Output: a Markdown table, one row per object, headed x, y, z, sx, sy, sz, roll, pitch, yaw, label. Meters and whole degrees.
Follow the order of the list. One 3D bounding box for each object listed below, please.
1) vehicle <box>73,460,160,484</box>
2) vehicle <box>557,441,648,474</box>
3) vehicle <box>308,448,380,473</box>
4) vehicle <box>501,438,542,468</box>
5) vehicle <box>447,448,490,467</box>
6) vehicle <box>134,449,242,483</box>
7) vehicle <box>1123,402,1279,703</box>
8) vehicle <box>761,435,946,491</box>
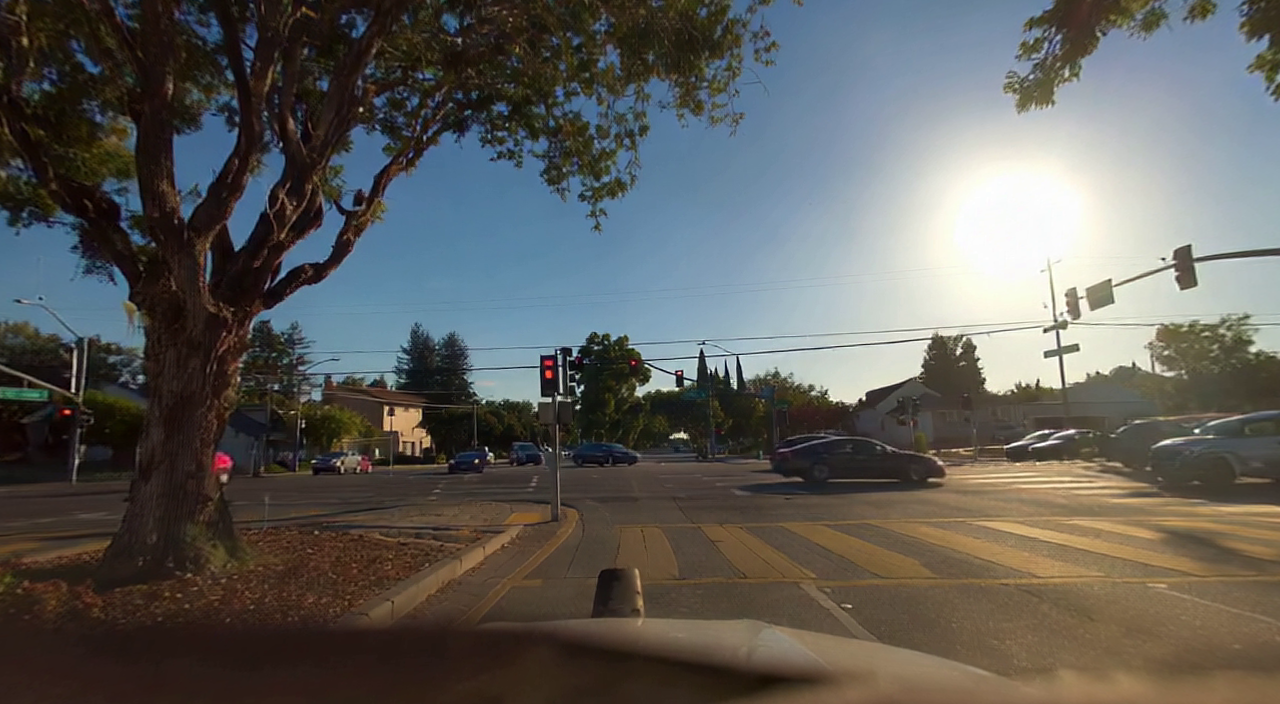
| x | y | z | sx | sy | sz | roll | pitch | yaw | label |
| --- | --- | --- | --- | --- | --- | --- | --- | --- | --- |
| -33.010 | 7.515 | 39.633 | 1.648 | 1.330 | 3.857 | -7 | -11 | 39 | vehicle |
| -1.973 | 5.224 | 31.417 | 2.006 | 1.515 | 5.017 | 7 | -11 | -39 | vehicle |
| -18.385 | 6.749 | 39.299 | 2.203 | 1.471 | 4.723 | 0 | -8 | 0 | vehicle |
| -7.792 | 6.545 | 40.857 | 2.276 | 1.842 | 4.958 | 2 | -9 | -14 | vehicle |
| -12.679 | 7.787 | 46.642 | 1.921 | 1.304 | 4.050 | 0 | -8 | 1 | vehicle |
| -21.694 | 5.456 | 30.423 | 1.853 | 1.456 | 4.531 | 0 | -8 | 0 | vehicle |
| 3.095 | 0.655 | 0.420 | 1.990 | 1.454 | 4.490 | 0 | -8 | 1 | vehicle |
| 6.066 | 3.139 | 18.088 | 4.719 | 1.449 | 2.026 | -3 | -9 | 21 | vehicle |
